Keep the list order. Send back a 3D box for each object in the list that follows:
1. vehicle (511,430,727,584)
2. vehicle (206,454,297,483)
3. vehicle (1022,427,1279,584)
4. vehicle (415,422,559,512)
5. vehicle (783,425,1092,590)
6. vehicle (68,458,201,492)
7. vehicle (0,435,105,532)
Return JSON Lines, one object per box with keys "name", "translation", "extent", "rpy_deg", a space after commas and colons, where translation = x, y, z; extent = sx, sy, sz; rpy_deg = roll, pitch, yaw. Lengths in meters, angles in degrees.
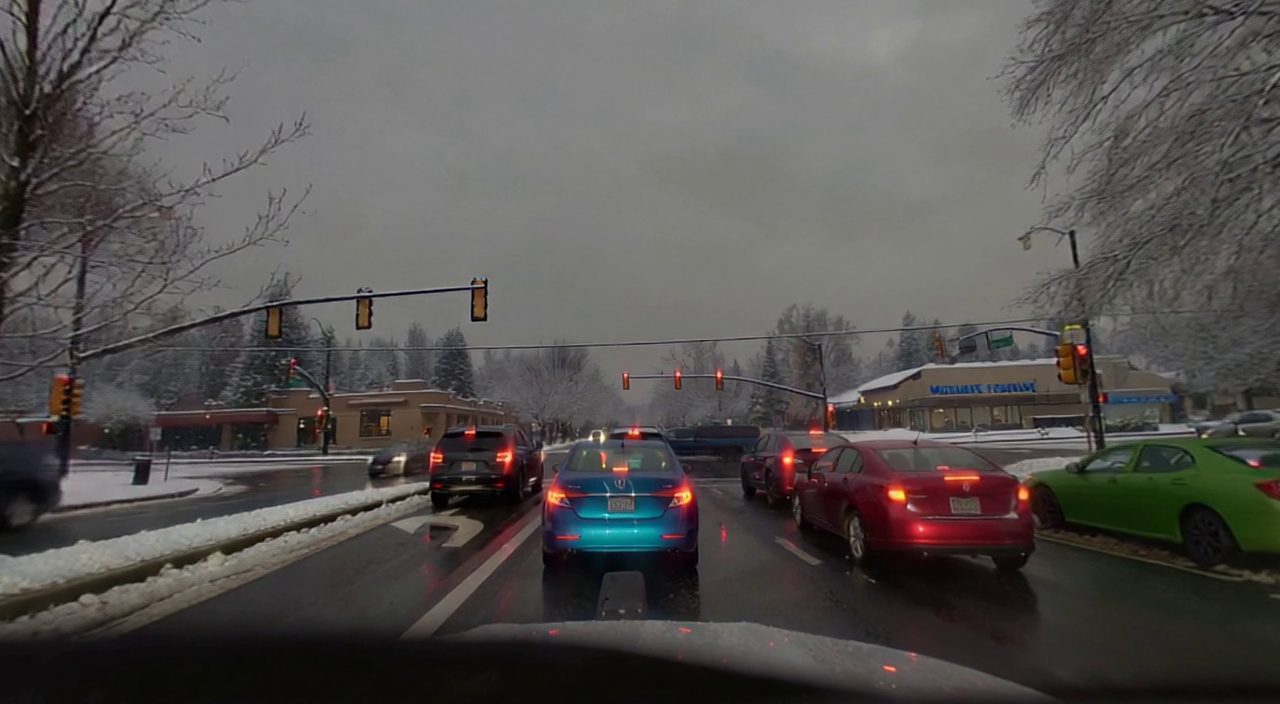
{"name": "vehicle", "translation": [-0.175, 1.800, 8.161], "extent": [2.098, 1.477, 3.897], "rpy_deg": [0, -8, 1]}
{"name": "vehicle", "translation": [-23.438, 7.019, 38.267], "extent": [4.238, 1.671, 1.898], "rpy_deg": [2, -9, -13]}
{"name": "vehicle", "translation": [7.197, 1.737, 7.826], "extent": [2.004, 1.508, 4.646], "rpy_deg": [0, -8, 0]}
{"name": "vehicle", "translation": [-3.433, 2.709, 15.399], "extent": [2.160, 1.823, 5.115], "rpy_deg": [0, -8, 1]}
{"name": "vehicle", "translation": [3.239, 1.756, 8.008], "extent": [2.020, 1.513, 4.120], "rpy_deg": [0, -8, 2]}
{"name": "vehicle", "translation": [-25.236, 6.141, 31.753], "extent": [4.679, 1.488, 2.052], "rpy_deg": [2, -9, -13]}
{"name": "vehicle", "translation": [-12.390, 2.334, 11.153], "extent": [1.959, 1.704, 4.410], "rpy_deg": [0, -8, 0]}
